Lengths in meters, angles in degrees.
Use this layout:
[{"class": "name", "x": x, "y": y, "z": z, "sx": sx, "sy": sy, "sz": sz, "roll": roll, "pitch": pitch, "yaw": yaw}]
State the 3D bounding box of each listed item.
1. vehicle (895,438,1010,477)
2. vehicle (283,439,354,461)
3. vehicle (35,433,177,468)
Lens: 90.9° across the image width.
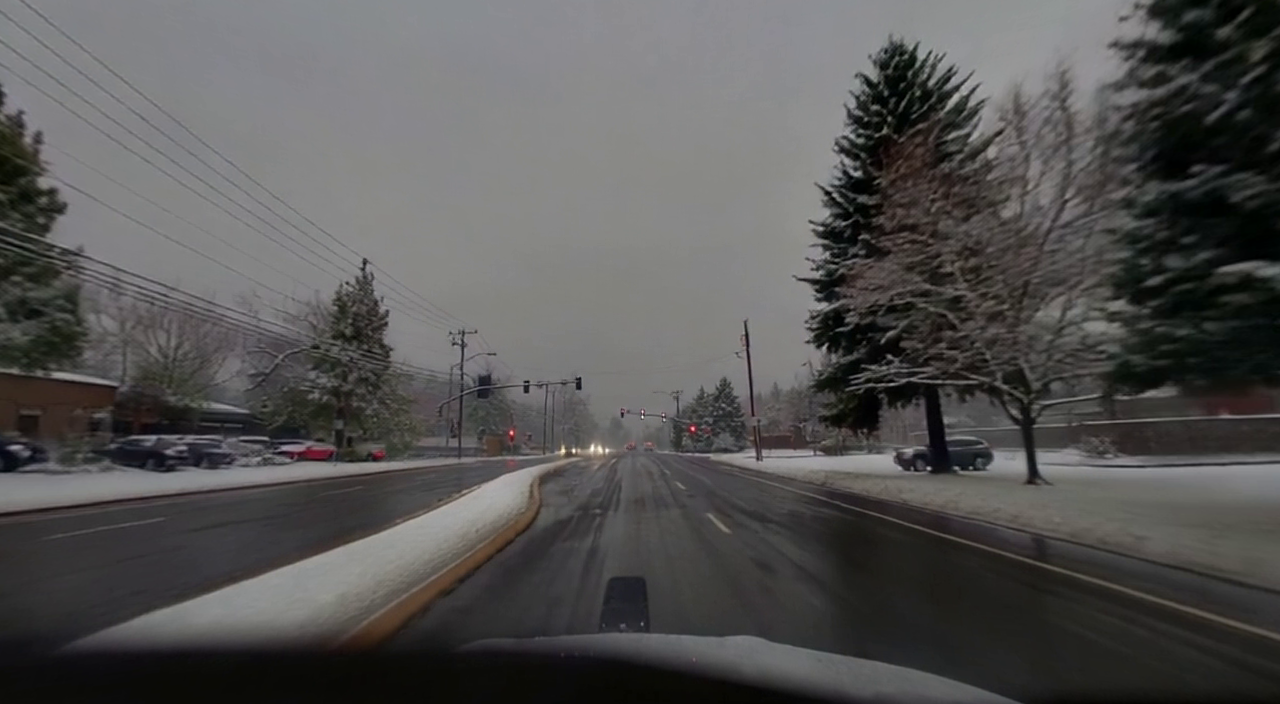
[{"class": "vehicle", "x": 14.329, "y": 4.832, "z": 29.008, "sx": 4.276, "sy": 1.703, "sz": 2.088, "roll": 2, "pitch": -10, "yaw": -14}, {"class": "vehicle", "x": -23.488, "y": 7.169, "z": 46.145, "sx": 4.116, "sy": 1.548, "sz": 1.923, "roll": 0, "pitch": -8, "yaw": 0}, {"class": "vehicle", "x": -22.764, "y": 4.187, "z": 26.982, "sx": 4.265, "sy": 1.393, "sz": 2.071, "roll": 0, "pitch": -8, "yaw": 3}]
